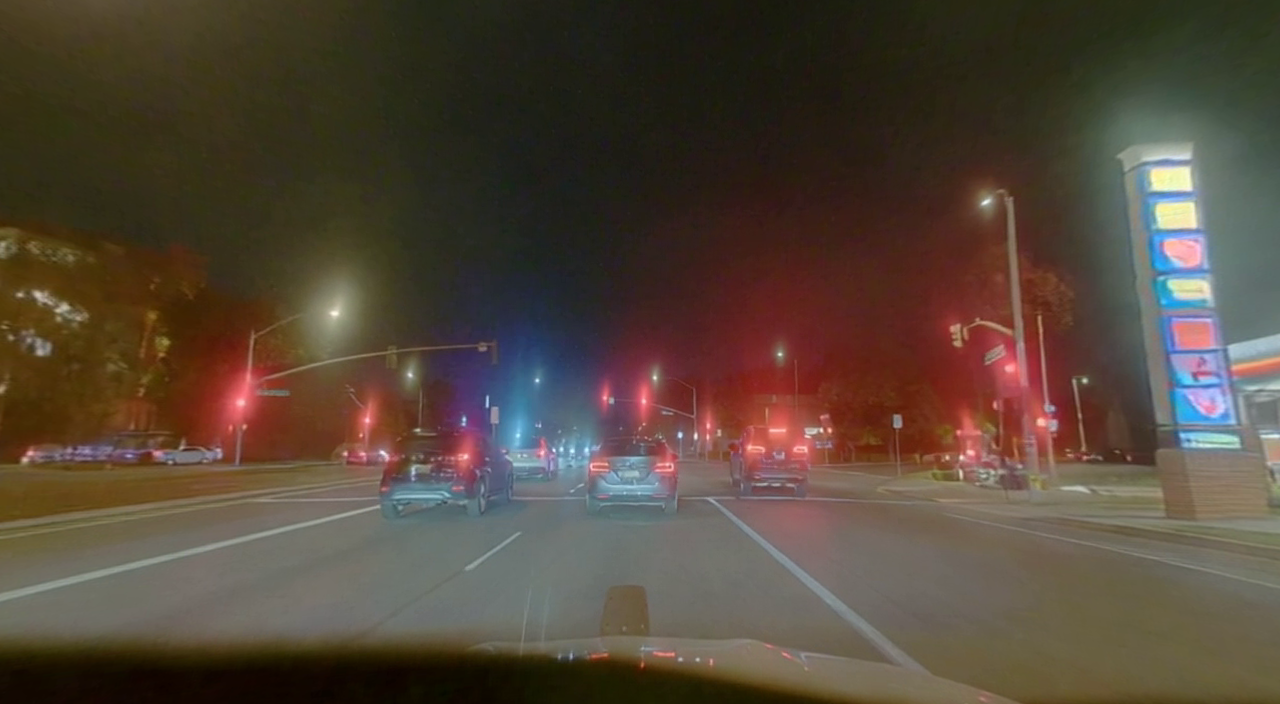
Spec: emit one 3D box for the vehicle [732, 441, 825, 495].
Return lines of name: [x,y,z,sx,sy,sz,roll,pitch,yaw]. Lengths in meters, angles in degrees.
vehicle: [4.205,3.579,19.847,1.979,1.485,4.207,0,-8,0]

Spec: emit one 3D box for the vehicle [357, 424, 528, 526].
vehicle: [-3.644,2.340,12.531,1.983,1.685,3.997,0,-8,2]

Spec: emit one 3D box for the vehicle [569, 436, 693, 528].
vehicle: [-0.152,2.537,12.887,2.121,1.563,4.031,0,-8,0]

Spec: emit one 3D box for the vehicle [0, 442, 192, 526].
vehicle: [-12.167,2.661,13.361,1.900,1.466,4.627,0,-8,1]

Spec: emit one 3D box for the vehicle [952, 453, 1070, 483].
vehicle: [19.105,5.989,32.672,4.795,1.457,1.986,0,-8,4]

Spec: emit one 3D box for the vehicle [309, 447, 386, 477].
vehicle: [-15.451,5.816,33.629,1.896,1.468,4.573,0,-8,0]

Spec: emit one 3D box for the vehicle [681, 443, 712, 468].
vehicle: [4.014,7.341,45.014,1.848,1.665,3.747,0,-8,0]
